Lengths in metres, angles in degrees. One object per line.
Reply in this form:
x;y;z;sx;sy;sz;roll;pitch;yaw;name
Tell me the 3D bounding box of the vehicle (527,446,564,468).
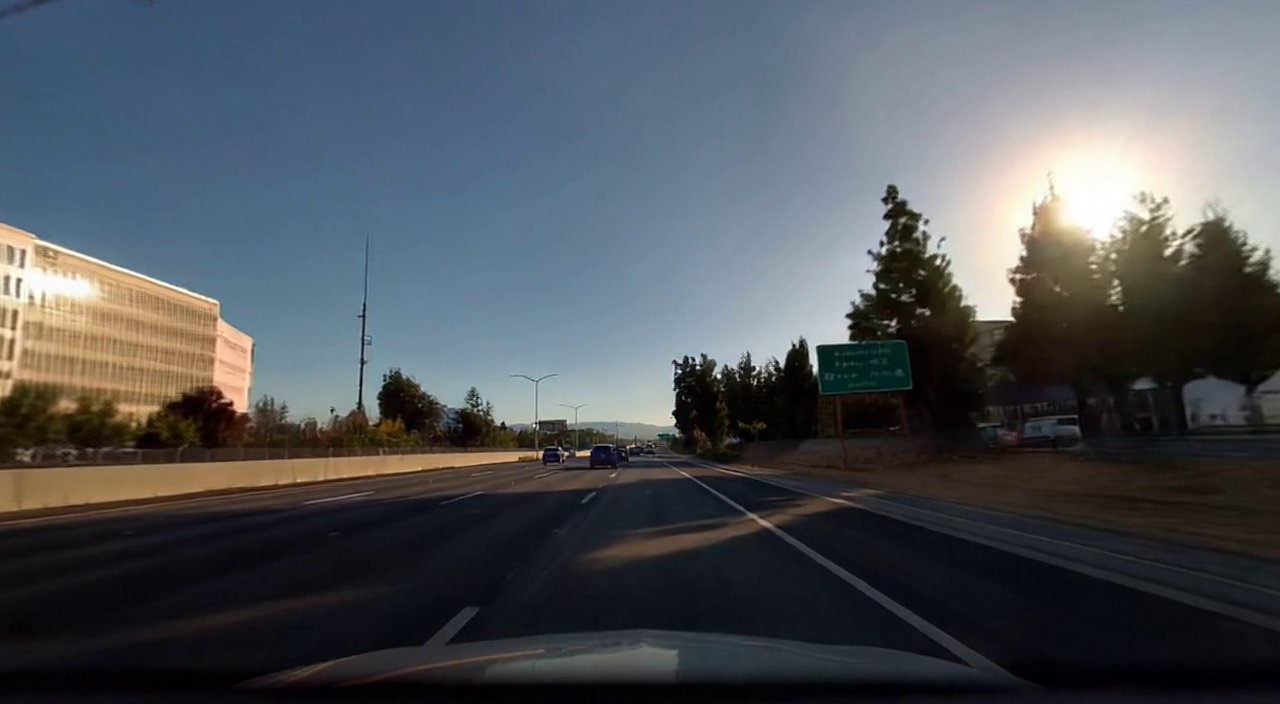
-6.666;7.502;45.087;1.936;1.462;4.388;0;-8;0;vehicle
